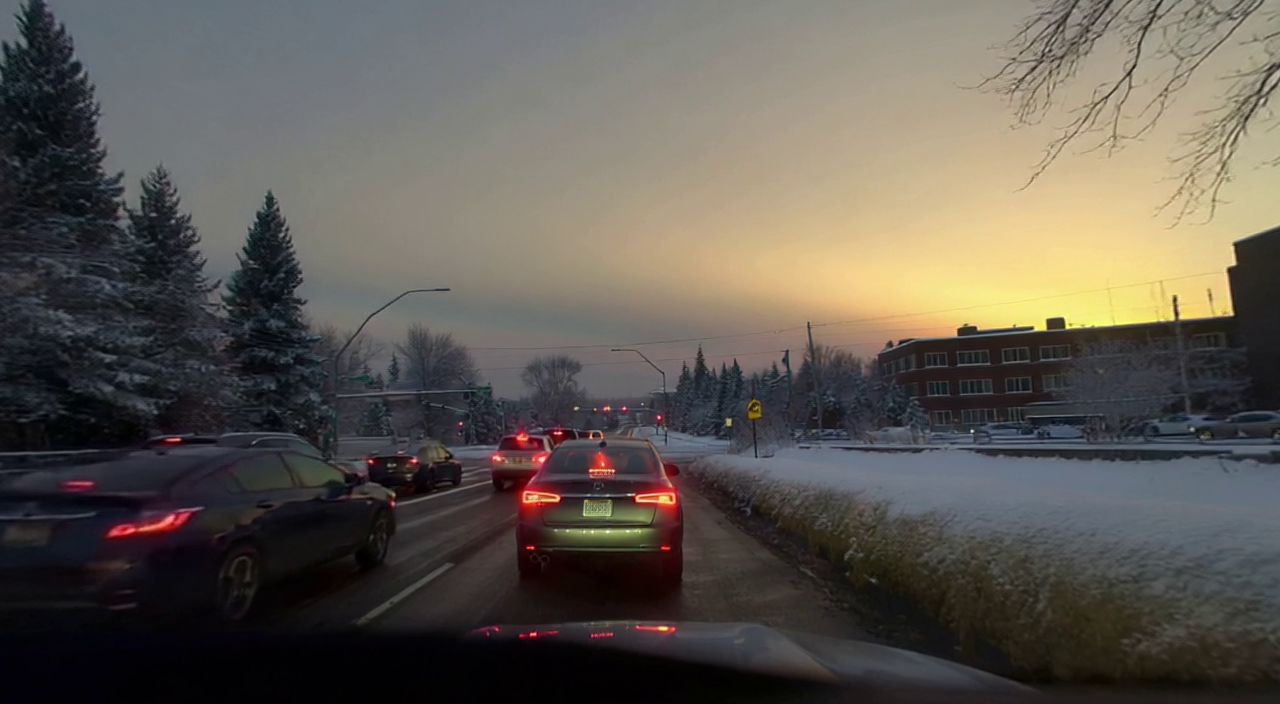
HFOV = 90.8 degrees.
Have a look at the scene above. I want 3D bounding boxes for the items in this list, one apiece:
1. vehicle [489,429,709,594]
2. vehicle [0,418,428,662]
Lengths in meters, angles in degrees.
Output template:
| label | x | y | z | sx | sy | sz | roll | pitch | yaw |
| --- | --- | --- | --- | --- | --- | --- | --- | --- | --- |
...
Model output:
| label | x | y | z | sx | sy | sz | roll | pitch | yaw |
| --- | --- | --- | --- | --- | --- | --- | --- | --- | --- |
| vehicle | -0.396 | 1.807 | 8.009 | 2.066 | 1.544 | 3.954 | 0 | -9 | 0 |
| vehicle | -3.924 | 1.532 | 6.347 | 1.913 | 1.521 | 4.539 | 0 | -9 | 1 |
